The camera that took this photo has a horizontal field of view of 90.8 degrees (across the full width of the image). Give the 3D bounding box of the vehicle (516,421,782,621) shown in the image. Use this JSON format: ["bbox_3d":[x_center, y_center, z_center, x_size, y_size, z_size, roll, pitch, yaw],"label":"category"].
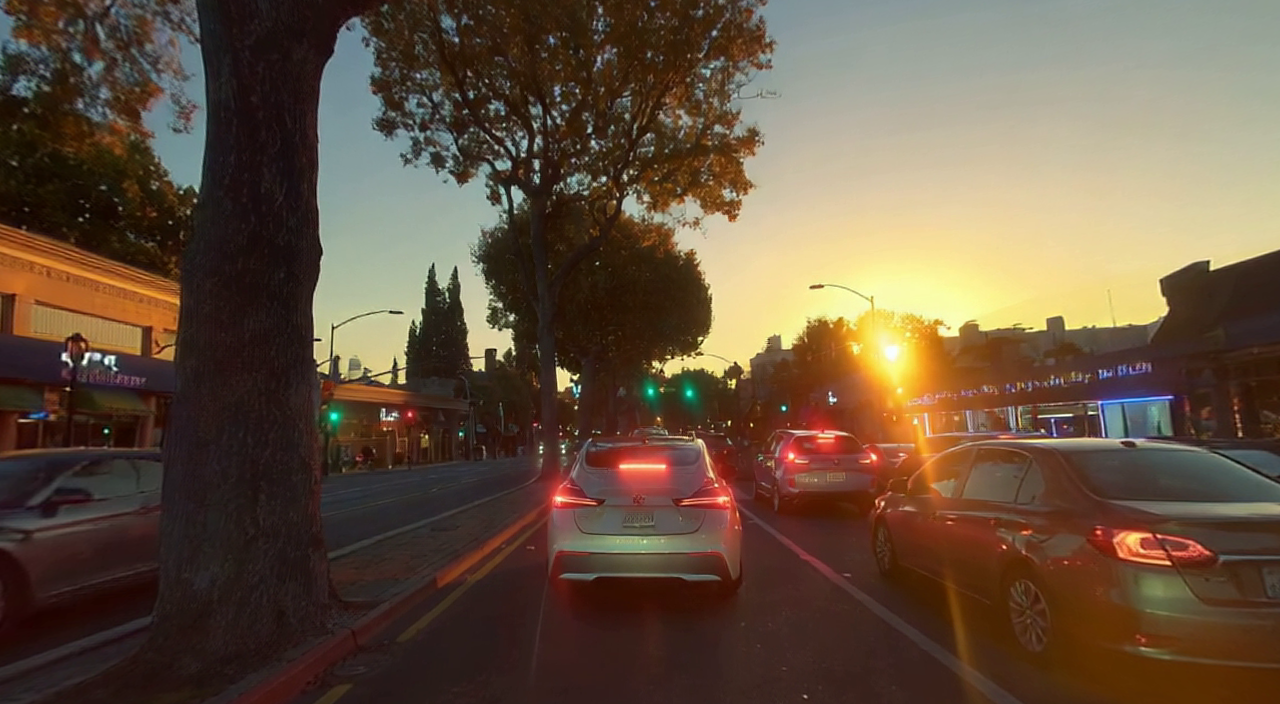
[{"bbox_3d":[0.062,1.548,6.616,2.006,1.487,3.535,0,-9,0],"label":"vehicle"}]

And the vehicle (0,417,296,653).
[{"bbox_3d":[-5.181,1.386,5.315,1.898,1.542,4.689,0,-9,0],"label":"vehicle"}]

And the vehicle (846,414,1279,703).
[{"bbox_3d":[3.402,1.370,5.301,1.988,1.480,4.195,0,-9,1],"label":"vehicle"}]
